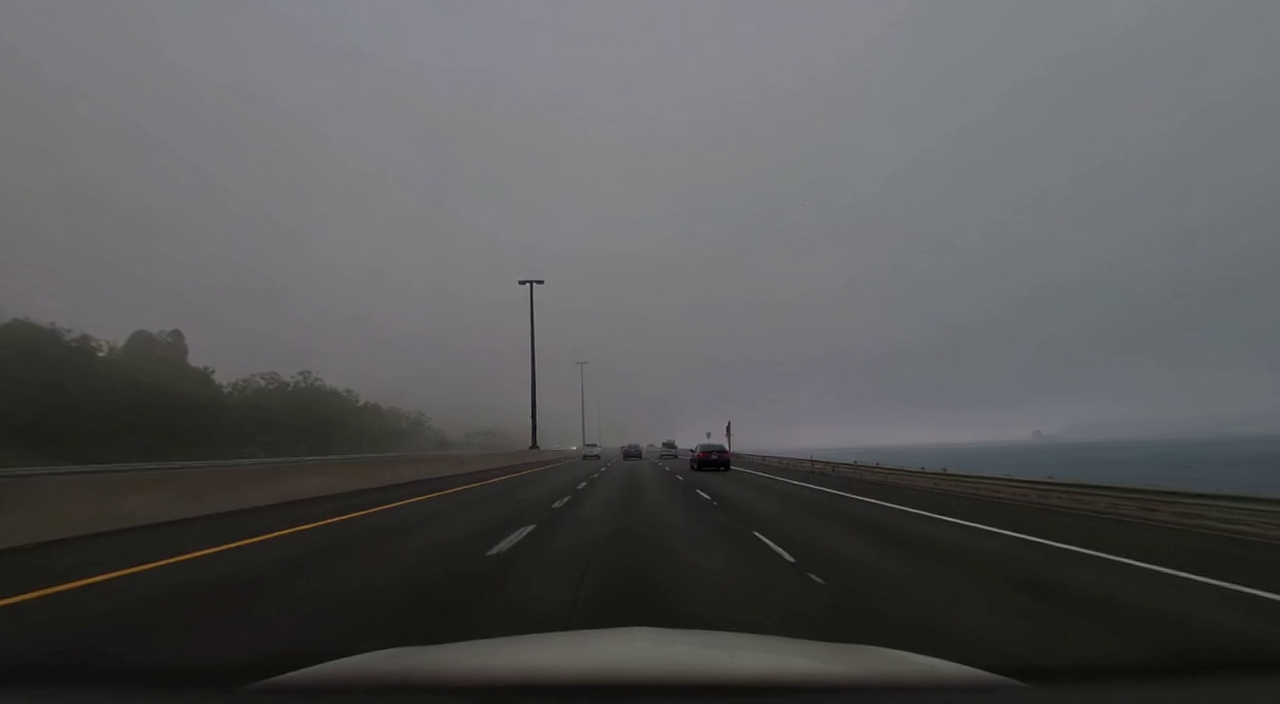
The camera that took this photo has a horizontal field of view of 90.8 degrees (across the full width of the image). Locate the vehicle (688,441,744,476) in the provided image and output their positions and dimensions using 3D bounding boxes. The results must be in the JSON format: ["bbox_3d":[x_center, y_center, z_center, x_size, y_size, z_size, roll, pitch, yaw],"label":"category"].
[{"bbox_3d":[3.412,4.878,29.208,1.890,1.490,4.373,0,-8,-2],"label":"vehicle"}]

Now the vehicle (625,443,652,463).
[{"bbox_3d":[-0.162,7.917,49.459,2.067,1.482,3.966,0,-8,-1],"label":"vehicle"}]
